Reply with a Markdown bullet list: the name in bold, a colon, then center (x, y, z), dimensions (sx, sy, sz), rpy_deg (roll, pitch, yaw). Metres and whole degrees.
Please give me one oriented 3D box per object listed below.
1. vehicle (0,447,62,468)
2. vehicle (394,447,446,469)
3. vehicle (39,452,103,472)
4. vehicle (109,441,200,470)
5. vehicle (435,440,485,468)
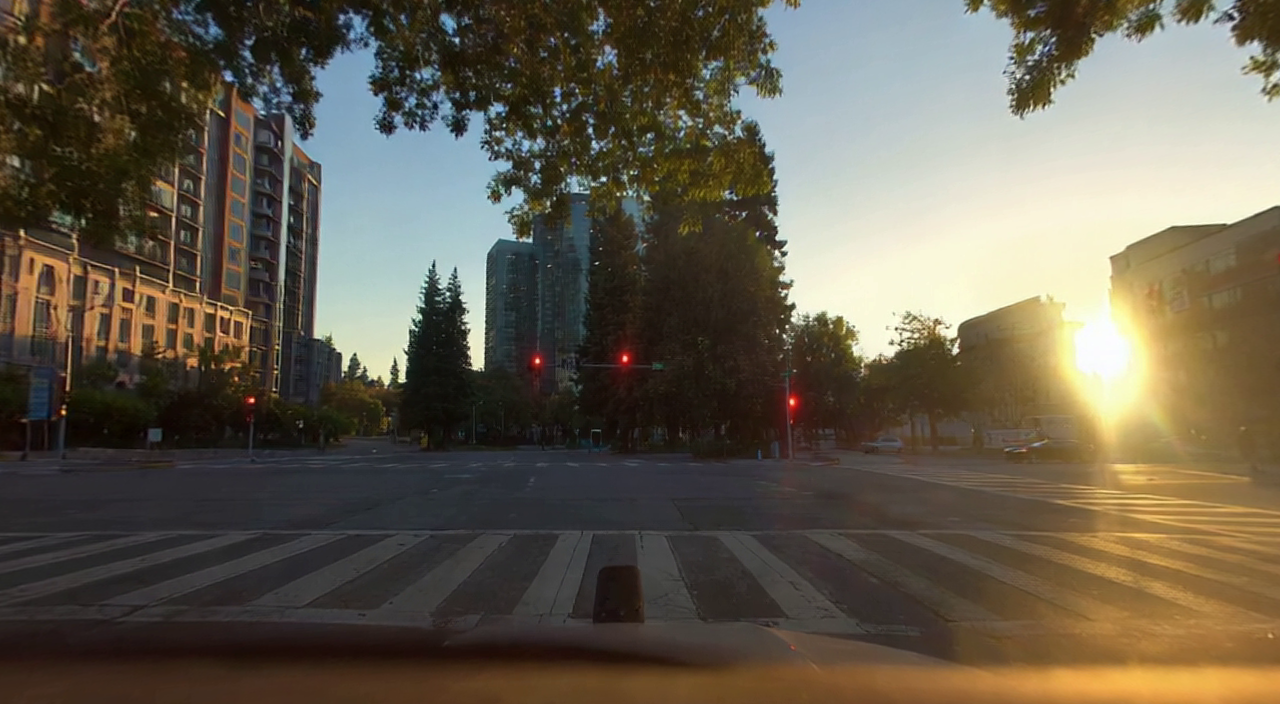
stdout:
- **vehicle**: center (-45.279, 7.758, 46.586), dimensions (1.858, 1.467, 3.624), rpy_deg (0, -8, 0)
- **vehicle**: center (-15.524, 7.446, 44.792), dimensions (2.056, 1.450, 4.343), rpy_deg (0, -8, 0)
- **vehicle**: center (-41.605, 8.022, 46.272), dimensions (1.552, 1.339, 3.340), rpy_deg (-2, -9, -1)
- **vehicle**: center (-34.926, 7.417, 45.728), dimensions (2.204, 1.955, 5.518), rpy_deg (0, -8, 0)
- **vehicle**: center (-11.975, 6.799, 42.315), dimensions (2.080, 1.763, 4.341), rpy_deg (0, -8, 0)
